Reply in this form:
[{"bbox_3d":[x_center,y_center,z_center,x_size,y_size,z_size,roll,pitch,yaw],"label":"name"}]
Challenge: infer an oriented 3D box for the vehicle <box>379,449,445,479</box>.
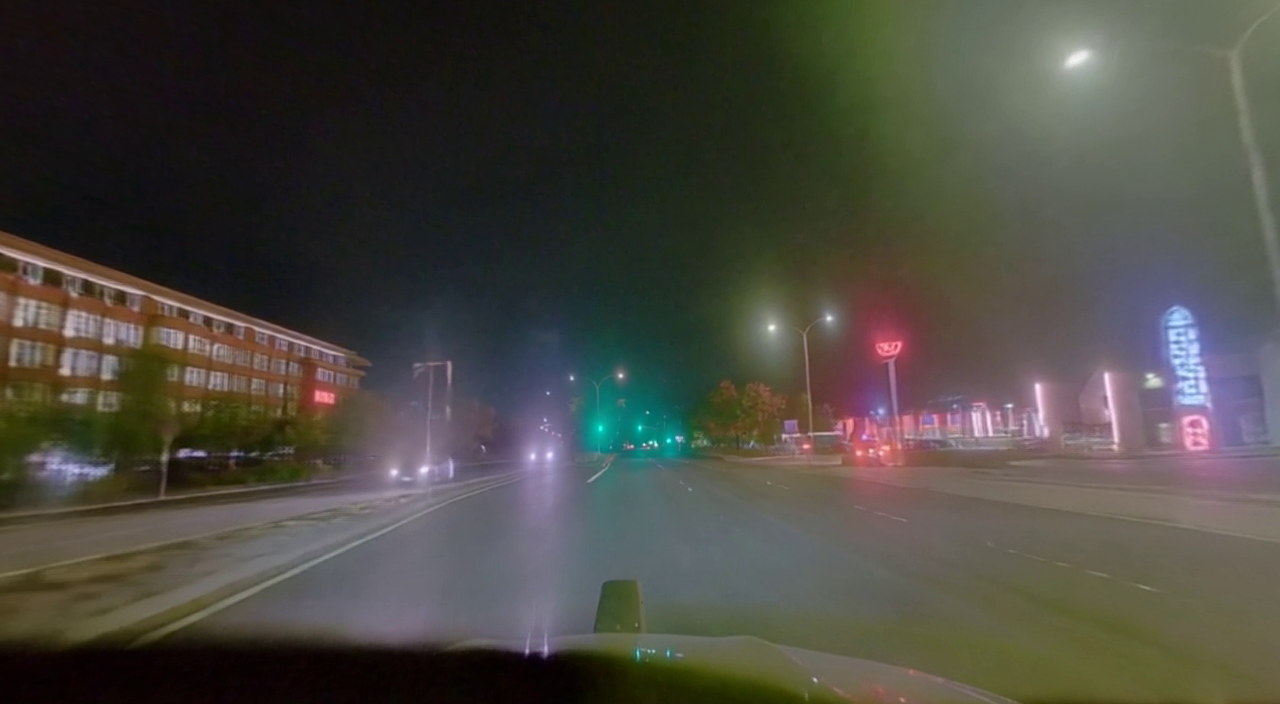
[{"bbox_3d":[-12.269,6.026,34.147,1.921,1.490,4.242,0,-9,0],"label":"vehicle"}]
